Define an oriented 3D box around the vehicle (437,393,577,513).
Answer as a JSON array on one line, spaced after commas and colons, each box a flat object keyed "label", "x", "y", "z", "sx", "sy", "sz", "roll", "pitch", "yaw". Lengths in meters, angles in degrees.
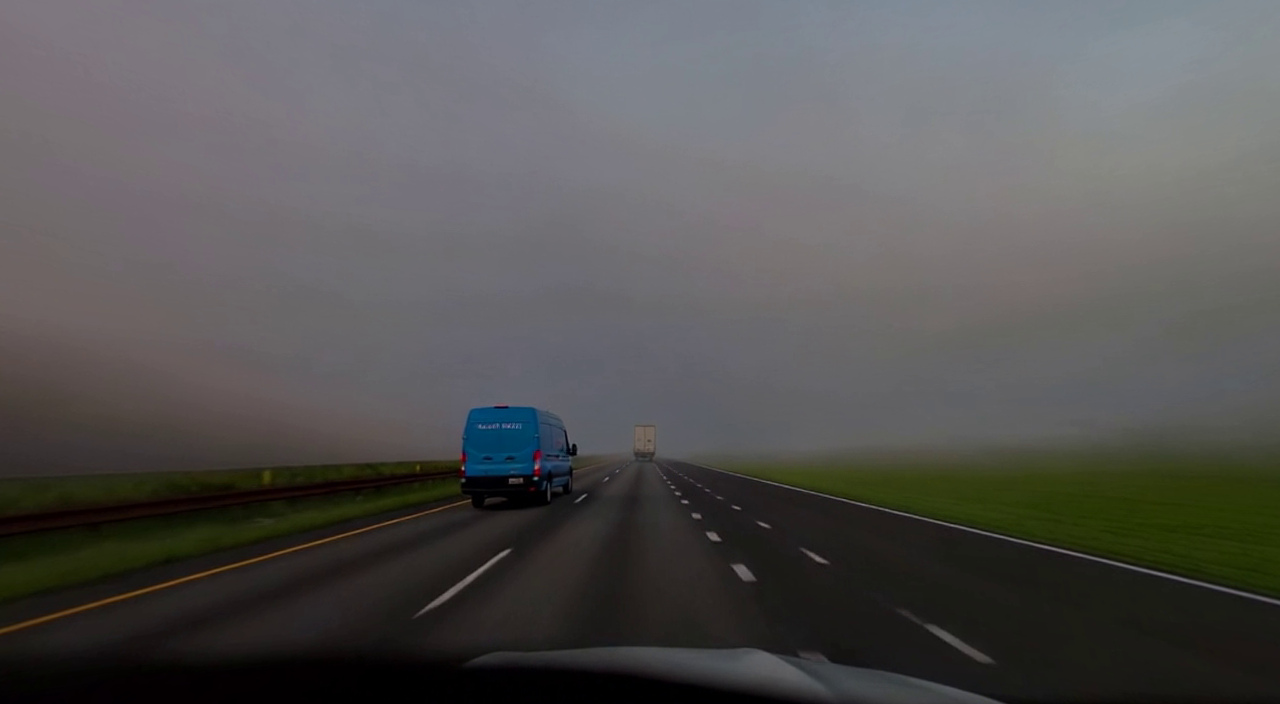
[{"label": "vehicle", "x": -3.293, "y": 2.755, "z": 17.523, "sx": 2.320, "sy": 2.636, "sz": 7.021, "roll": 0, "pitch": -9, "yaw": 0}]
